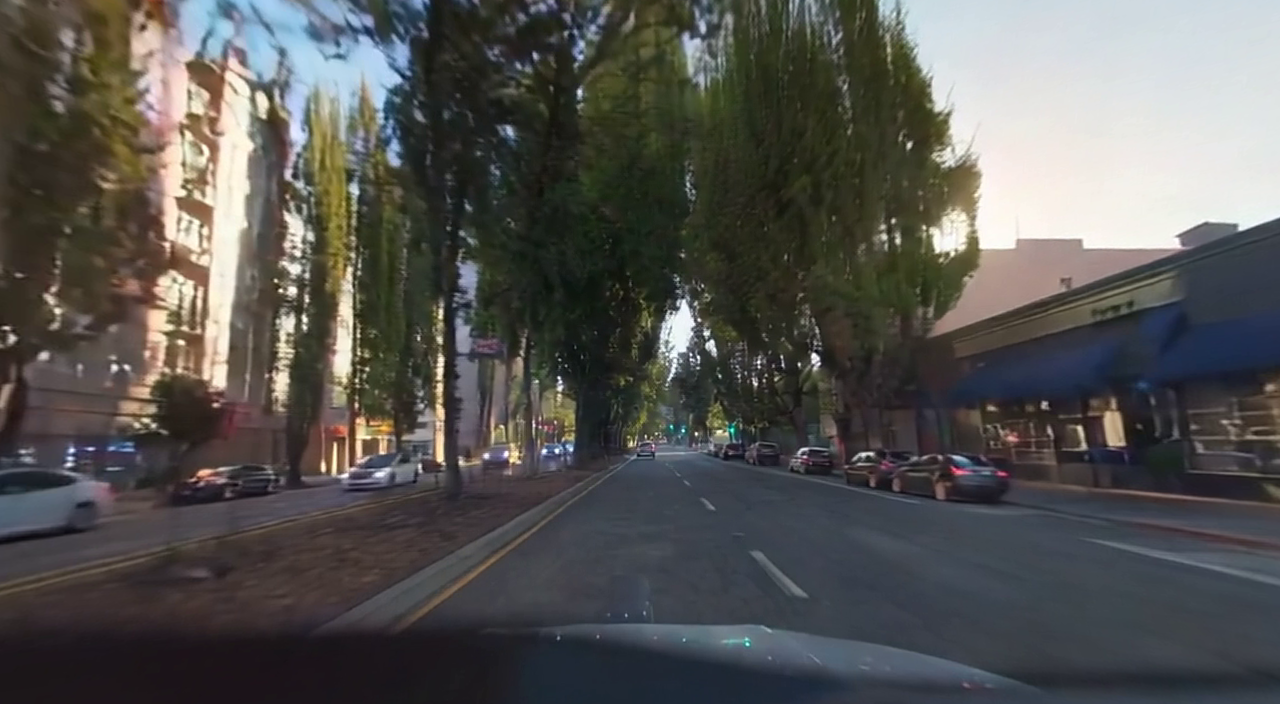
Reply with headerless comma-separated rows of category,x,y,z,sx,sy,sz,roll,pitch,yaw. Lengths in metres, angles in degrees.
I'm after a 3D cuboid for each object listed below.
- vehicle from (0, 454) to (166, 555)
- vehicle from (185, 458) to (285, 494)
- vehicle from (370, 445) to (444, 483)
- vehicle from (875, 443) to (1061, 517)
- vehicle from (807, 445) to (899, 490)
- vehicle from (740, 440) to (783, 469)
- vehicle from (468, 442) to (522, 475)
vehicle,-10.768,2.517,10.642,1.890,1.482,4.411,-1,-8,4
vehicle,-19.782,6.048,30.928,3.665,1.559,1.782,2,-9,-16
vehicle,-11.540,5.546,31.562,1.910,1.705,4.399,0,-8,1
vehicle,7.298,2.848,14.671,1.874,1.438,4.466,0,-8,-1
vehicle,7.532,4.083,22.783,1.881,1.443,4.576,0,-8,2
vehicle,7.762,6.572,40.655,1.891,1.711,4.173,0,-8,-1
vehicle,-8.285,6.095,36.379,1.977,1.714,4.467,0,-8,1
